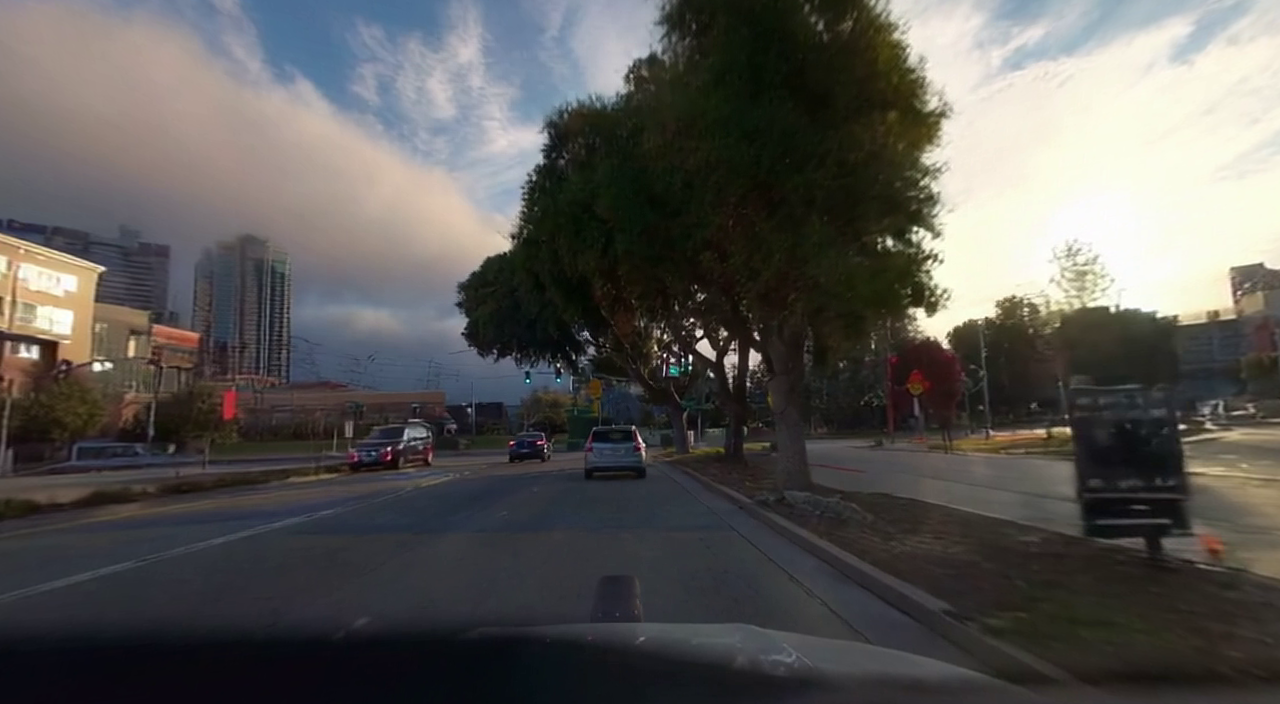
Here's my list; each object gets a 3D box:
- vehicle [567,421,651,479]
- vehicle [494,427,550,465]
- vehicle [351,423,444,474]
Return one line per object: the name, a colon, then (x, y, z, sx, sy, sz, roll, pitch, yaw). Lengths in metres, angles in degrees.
vehicle: (-0.829, 3.002, 19.586, 2.231, 1.572, 4.227, 0, -8, 2)
vehicle: (-4.950, 3.992, 26.847, 2.023, 1.485, 3.721, 1, -8, -6)
vehicle: (-8.982, 3.597, 23.776, 1.994, 1.717, 4.380, 0, -8, -4)
